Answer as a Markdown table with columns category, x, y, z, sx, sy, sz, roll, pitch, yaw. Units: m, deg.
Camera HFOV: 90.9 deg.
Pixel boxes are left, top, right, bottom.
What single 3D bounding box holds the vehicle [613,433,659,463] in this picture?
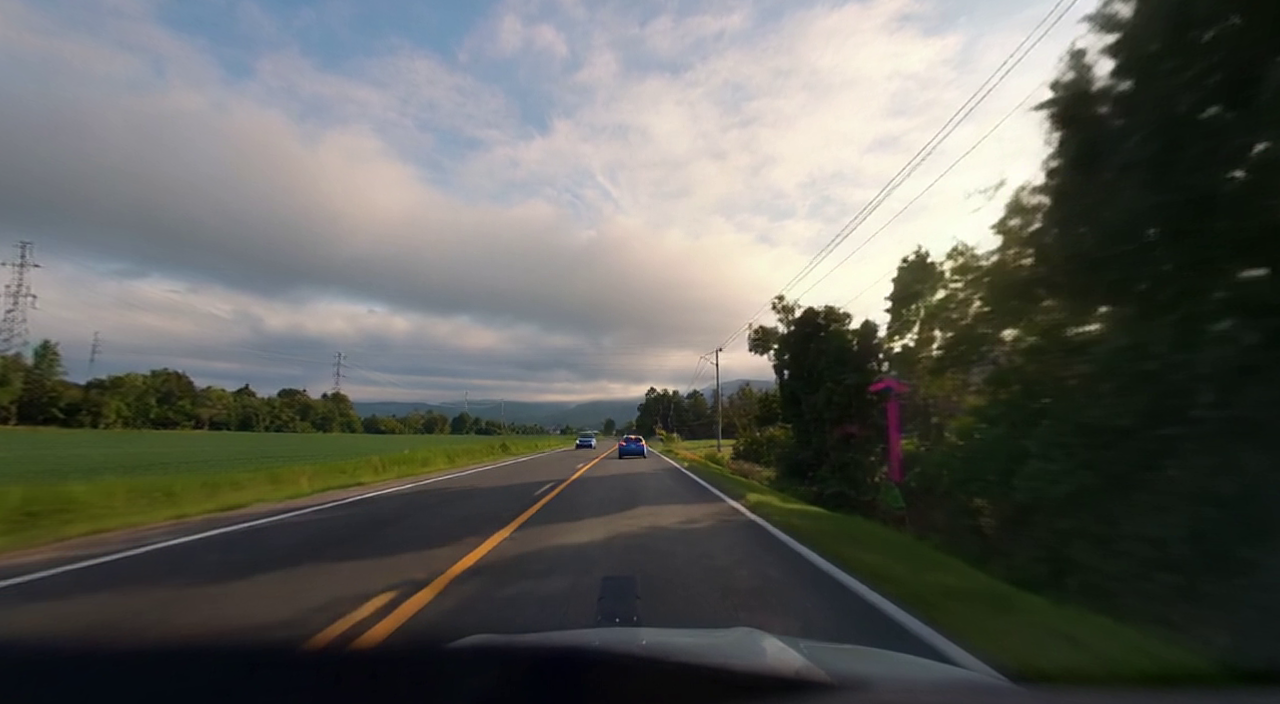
| category | x | y | z | sx | sy | sz | roll | pitch | yaw |
| --- | --- | --- | --- | --- | --- | --- | --- | --- | --- |
| vehicle | -0.231 | 4.982 | 33.057 | 2.241 | 1.471 | 3.829 | 0 | -8 | -1 |
